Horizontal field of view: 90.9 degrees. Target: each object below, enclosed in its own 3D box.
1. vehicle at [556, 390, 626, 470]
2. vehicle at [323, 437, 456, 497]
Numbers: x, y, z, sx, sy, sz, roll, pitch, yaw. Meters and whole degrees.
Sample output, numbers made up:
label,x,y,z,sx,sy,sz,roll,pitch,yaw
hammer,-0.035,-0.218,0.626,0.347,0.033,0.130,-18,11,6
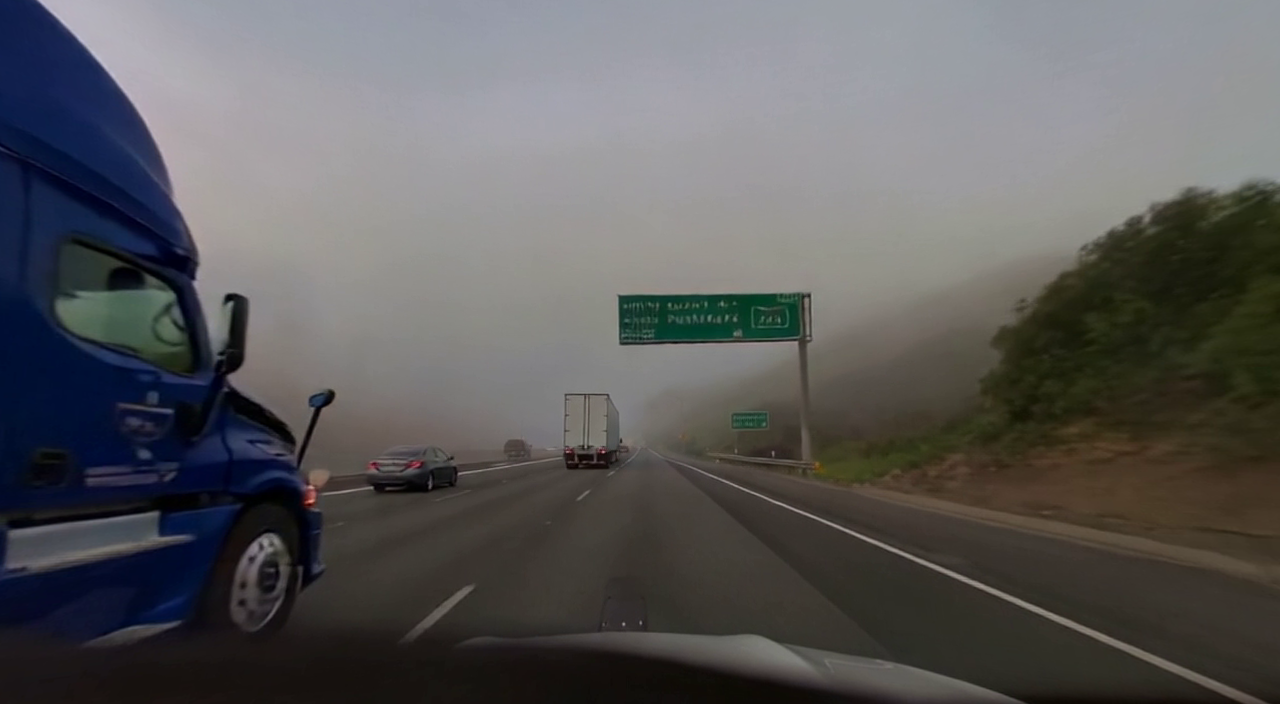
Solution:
label,x,y,z,sx,sy,sz,roll,pitch,yaw
vehicle,-2.852,5.479,42.709,3.202,4.352,16.251,0,-8,1
vehicle,-7.011,3.257,18.271,1.911,1.494,4.555,0,-8,1
